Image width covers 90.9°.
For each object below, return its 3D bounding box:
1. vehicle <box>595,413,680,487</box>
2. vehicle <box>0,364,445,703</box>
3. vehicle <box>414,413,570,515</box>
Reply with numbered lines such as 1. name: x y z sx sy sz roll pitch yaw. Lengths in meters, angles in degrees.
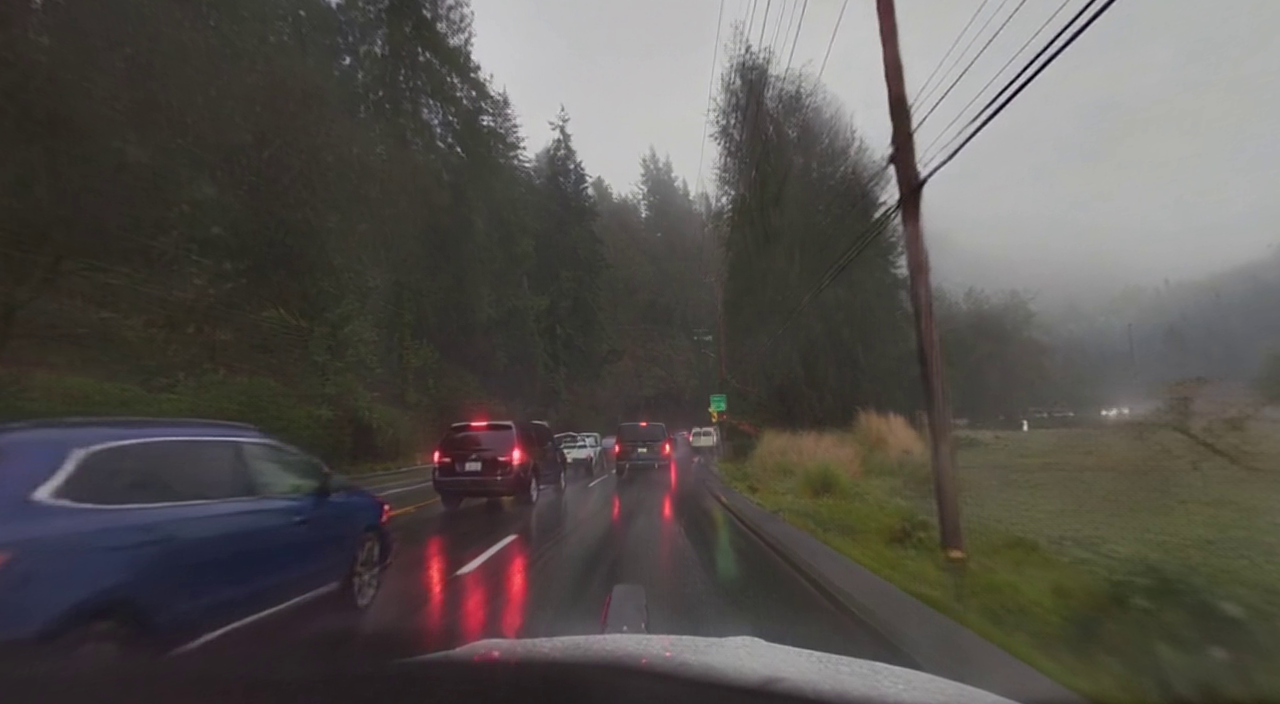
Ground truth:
1. vehicle: 0.019 2.891 18.732 2.241 1.912 4.095 -1 -8 2
2. vehicle: -3.132 1.079 3.889 2.180 1.546 4.755 0 -8 2
3. vehicle: -2.890 2.334 13.567 2.062 1.796 4.657 -1 -8 2
